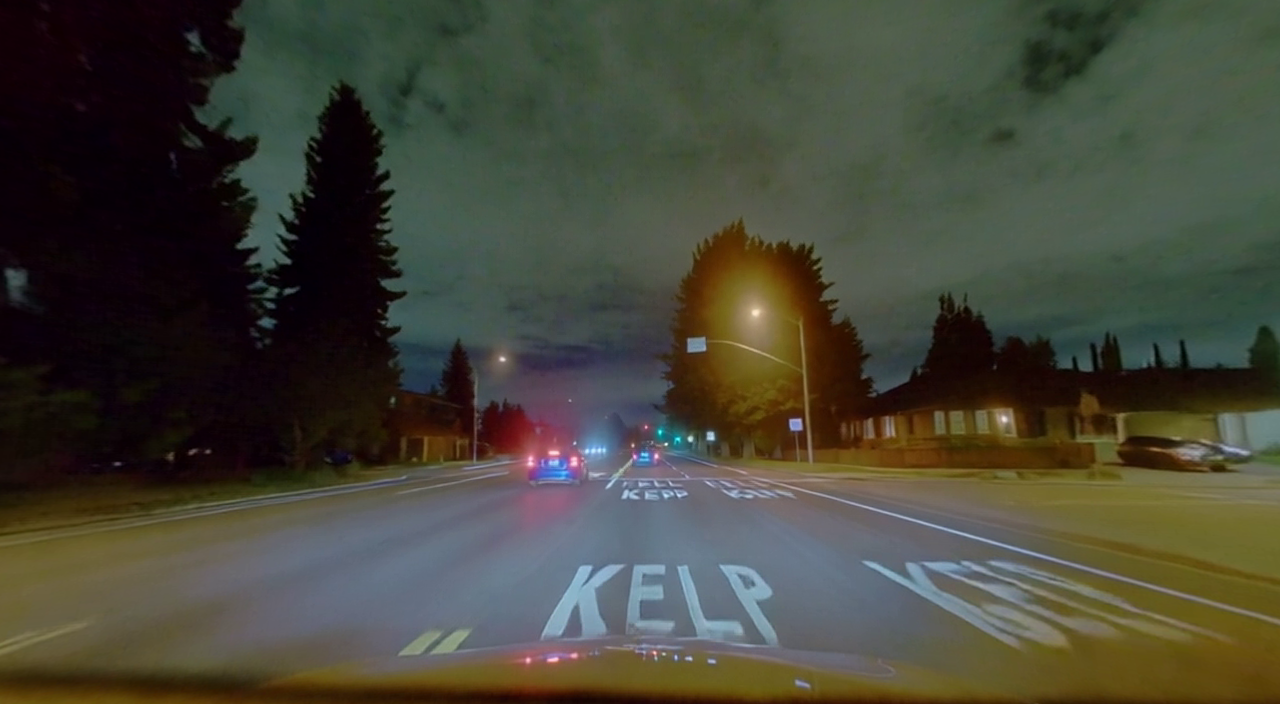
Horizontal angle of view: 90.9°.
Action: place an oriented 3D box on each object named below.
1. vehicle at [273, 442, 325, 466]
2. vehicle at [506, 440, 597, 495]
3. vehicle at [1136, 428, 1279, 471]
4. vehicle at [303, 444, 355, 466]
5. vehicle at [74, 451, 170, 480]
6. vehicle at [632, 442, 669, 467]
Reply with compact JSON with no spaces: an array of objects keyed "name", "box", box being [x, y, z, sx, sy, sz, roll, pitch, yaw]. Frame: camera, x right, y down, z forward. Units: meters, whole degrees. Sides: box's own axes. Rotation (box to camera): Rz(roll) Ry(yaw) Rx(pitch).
[{"name":"vehicle","box":[-25.756,7.712,47.749,1.919,1.701,3.695,0,-8,-2]},{"name":"vehicle","box":[-2.591,3.525,19.752,2.158,1.469,4.909,0,-8,0]},{"name":"vehicle","box":[22.787,3.887,25.167,4.318,1.601,1.975,0,-8,-3]},{"name":"vehicle","box":[-23.266,7.700,47.318,1.894,1.508,3.783,0,-8,0]},{"name":"vehicle","box":[-28.682,6.264,35.086,1.961,1.470,3.811,0,-8,3]},{"name":"vehicle","box":[0.653,6.629,40.917,2.226,1.505,4.128,0,-8,0]}]
